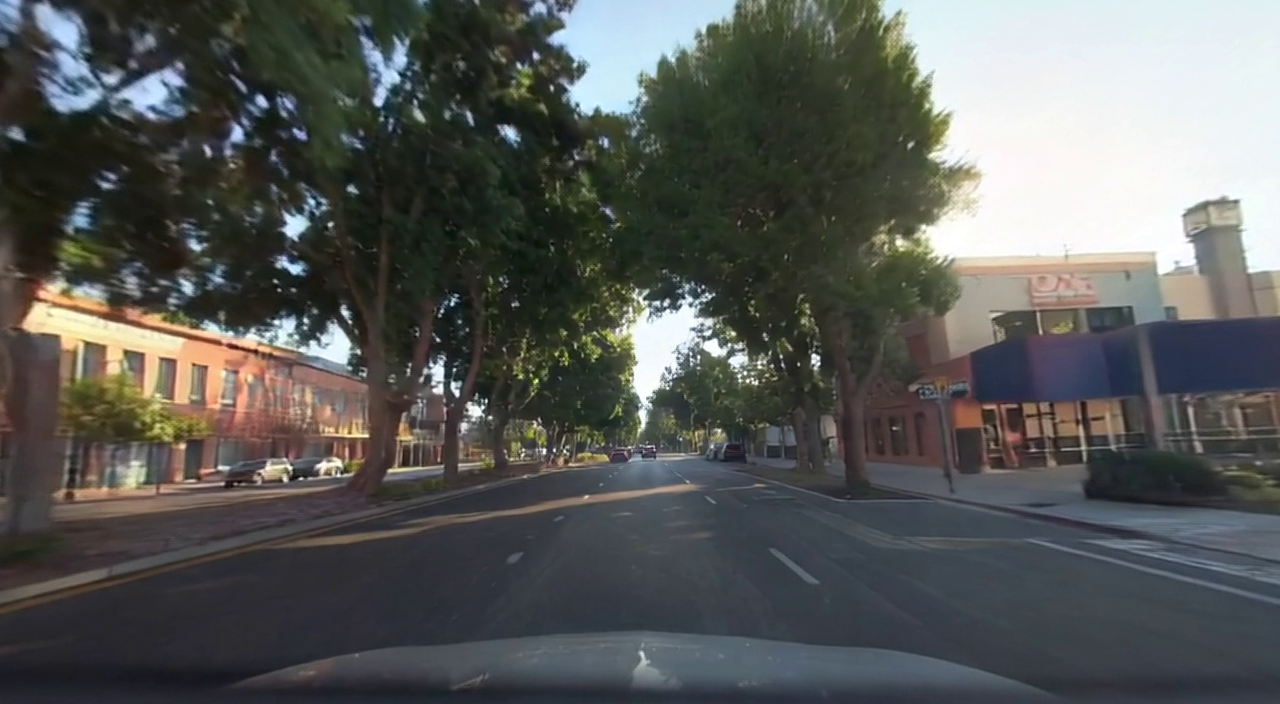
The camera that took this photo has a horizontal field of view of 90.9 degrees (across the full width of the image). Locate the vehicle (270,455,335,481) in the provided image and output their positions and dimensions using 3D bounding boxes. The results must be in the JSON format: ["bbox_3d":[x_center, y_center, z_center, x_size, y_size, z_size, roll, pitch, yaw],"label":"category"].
[{"bbox_3d":[-21.881,7.511,41.046,1.820,1.481,4.325,-3,-10,1],"label":"vehicle"}]

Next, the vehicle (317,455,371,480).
[{"bbox_3d":[-21.993,8.601,46.997,1.945,1.658,4.263,-1,-8,1],"label":"vehicle"}]

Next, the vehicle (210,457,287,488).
[{"bbox_3d":[-22.075,6.806,35.718,1.883,1.546,3.930,0,-8,-1],"label":"vehicle"}]
